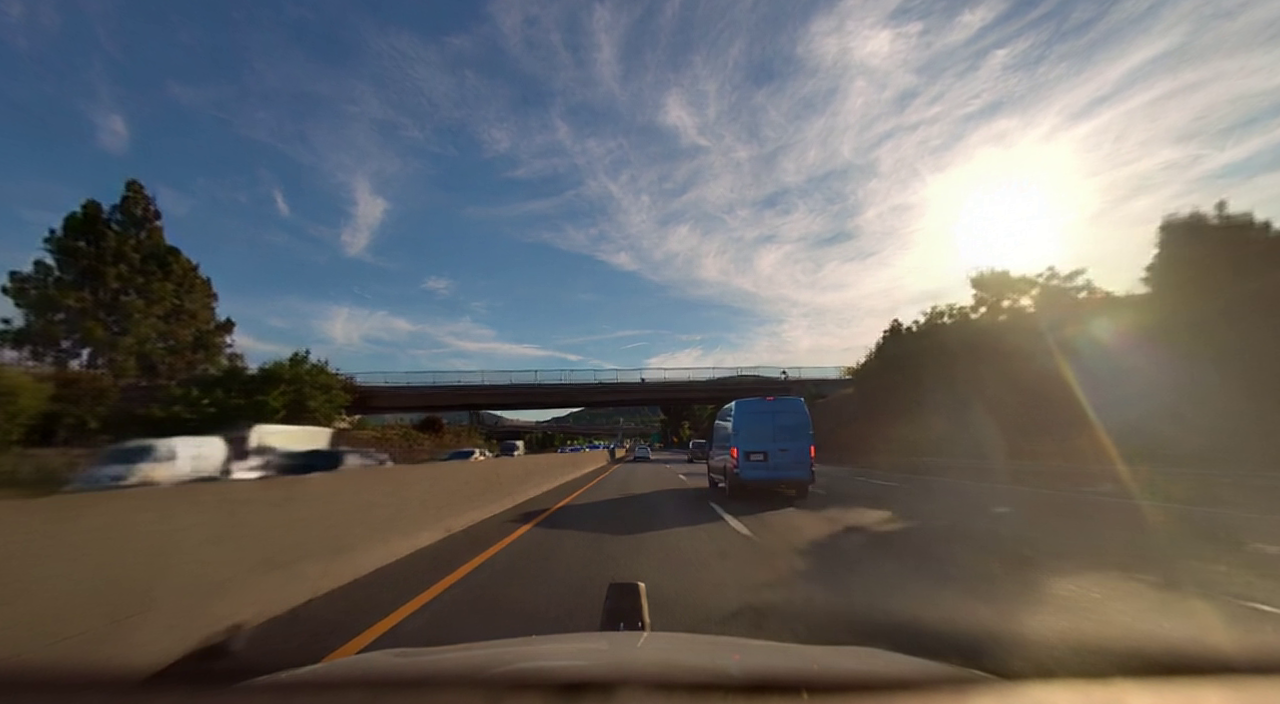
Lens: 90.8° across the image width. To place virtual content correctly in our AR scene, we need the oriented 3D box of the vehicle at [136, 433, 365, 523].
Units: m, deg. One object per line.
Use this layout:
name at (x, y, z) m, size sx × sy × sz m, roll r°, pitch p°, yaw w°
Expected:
vehicle at (-7.594, 2.484, 12.946) m, size 1.902 × 1.496 × 4.319 m, roll 0°, pitch -9°, yaw 1°

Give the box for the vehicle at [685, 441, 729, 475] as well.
vehicle at (3.608, 5.787, 34.678) m, size 2.009 × 1.731 × 4.149 m, roll 0°, pitch -9°, yaw 0°

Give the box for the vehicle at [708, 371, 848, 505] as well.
vehicle at (3.627, 2.548, 18.442) m, size 2.460 × 3.155 × 6.902 m, roll 0°, pitch -9°, yaw 0°
